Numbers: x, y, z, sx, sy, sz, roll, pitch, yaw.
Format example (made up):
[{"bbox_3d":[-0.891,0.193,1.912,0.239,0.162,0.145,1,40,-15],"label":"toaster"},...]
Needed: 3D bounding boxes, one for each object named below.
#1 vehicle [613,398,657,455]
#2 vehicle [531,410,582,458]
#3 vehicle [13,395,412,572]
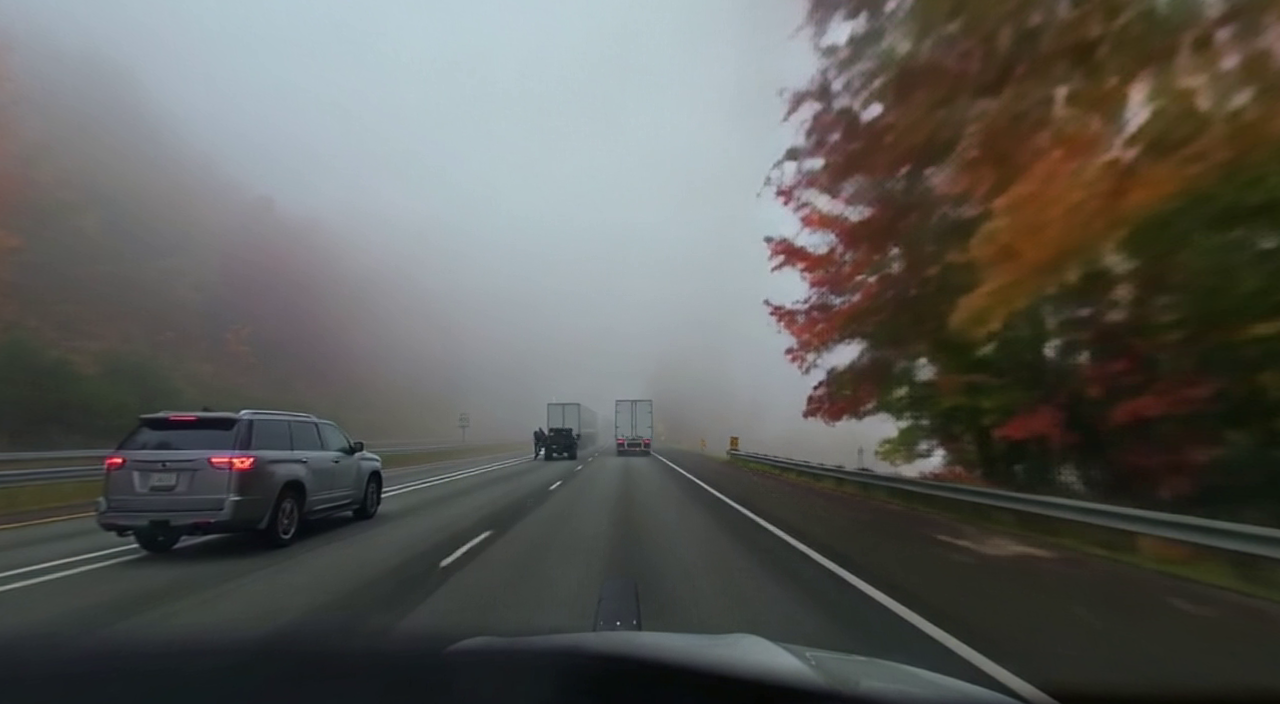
[{"bbox_3d":[-0.506,5.781,48.459,3.078,3.955,8.774,0,-8,-2],"label":"vehicle"},{"bbox_3d":[-5.006,5.025,38.445,2.383,2.726,5.677,0,-8,-1],"label":"vehicle"},{"bbox_3d":[-4.887,1.549,8.275,2.089,1.669,4.515,0,-8,-1],"label":"vehicle"}]
